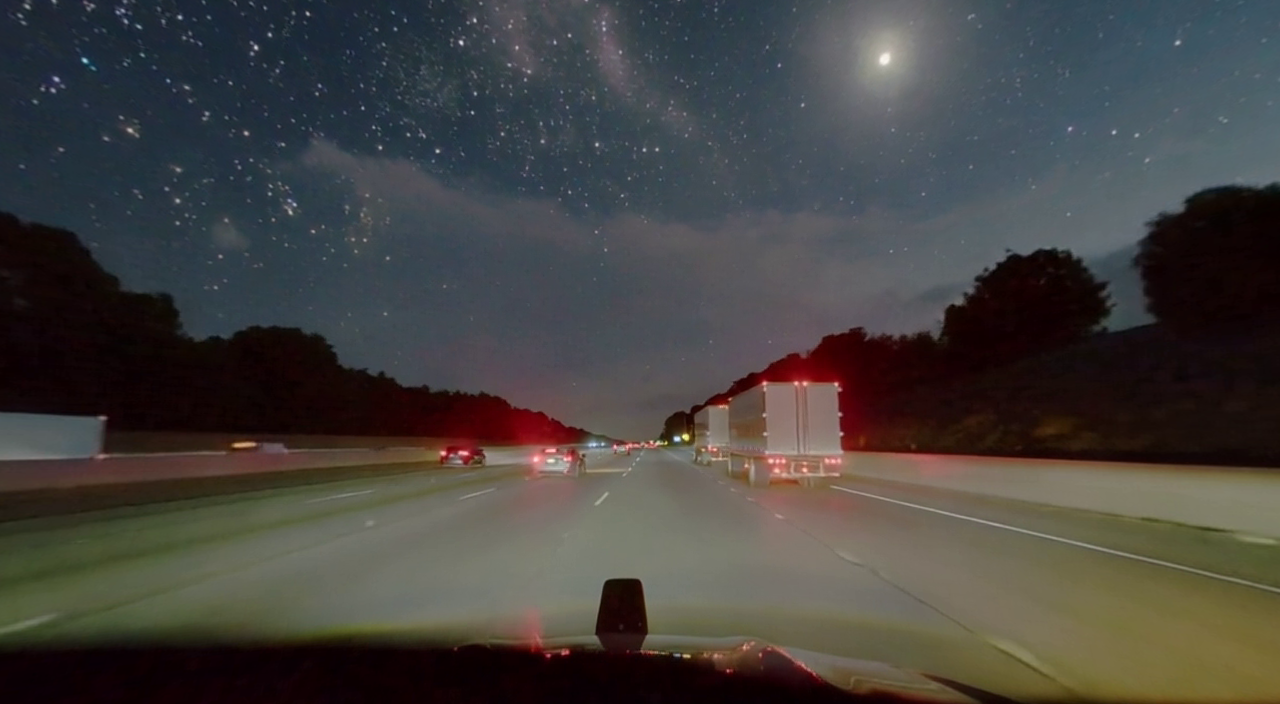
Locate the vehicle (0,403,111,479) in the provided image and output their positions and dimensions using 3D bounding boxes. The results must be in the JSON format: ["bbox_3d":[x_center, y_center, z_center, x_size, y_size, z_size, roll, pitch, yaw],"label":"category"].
[{"bbox_3d":[-35.866,4.579,32.342,2.911,4.023,16.399,0,-8,2],"label":"vehicle"}]

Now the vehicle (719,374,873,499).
[{"bbox_3d":[4.245,2.562,19.003,2.732,3.052,7.118,0,-8,0],"label":"vehicle"}]

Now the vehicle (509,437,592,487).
[{"bbox_3d":[-2.791,3.550,20.738,1.981,1.473,4.317,0,-8,2],"label":"vehicle"}]

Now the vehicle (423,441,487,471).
[{"bbox_3d":[-9.720,5.473,33.508,1.899,1.465,4.589,0,-8,1],"label":"vehicle"}]

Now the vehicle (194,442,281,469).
[{"bbox_3d":[-27.886,7.157,44.008,2.155,1.732,5.806,0,-8,2],"label":"vehicle"}]
